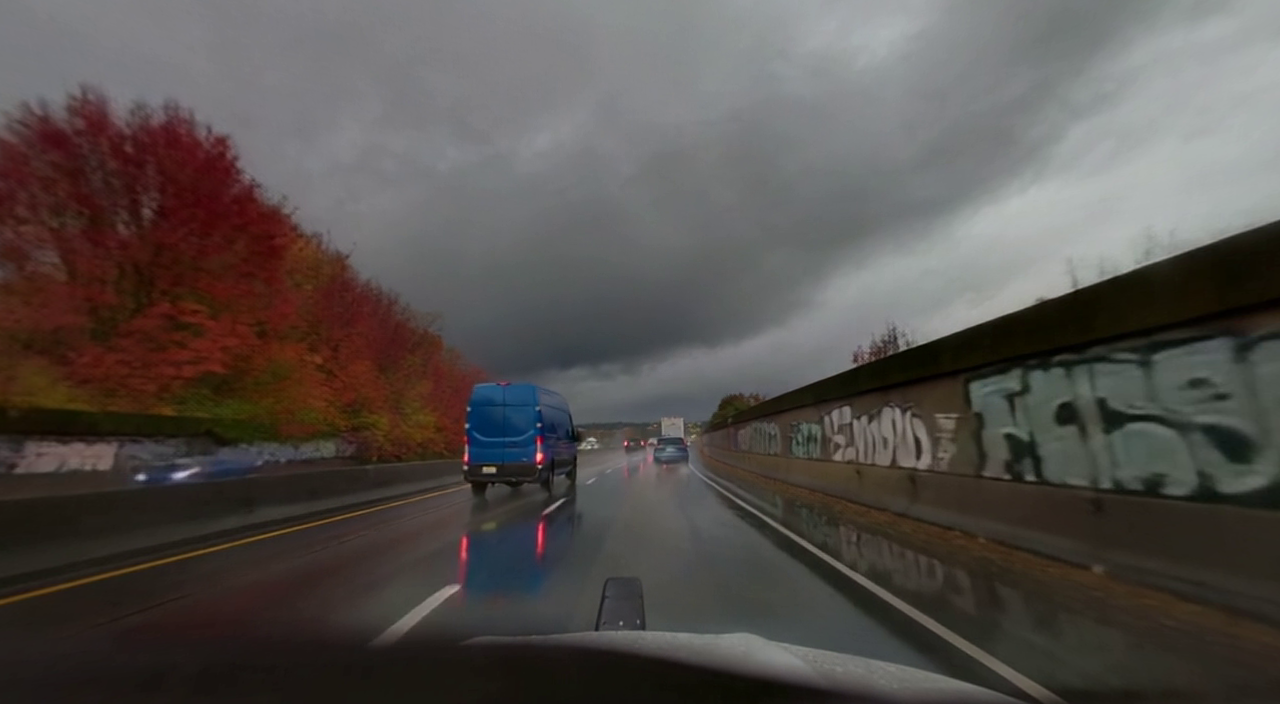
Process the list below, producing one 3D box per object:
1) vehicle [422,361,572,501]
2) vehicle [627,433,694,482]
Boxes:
[{"bbox_3d":[-3.094,1.914,15.074,2.334,2.769,5.087,0,-8,0],"label":"vehicle"},{"bbox_3d":[0.680,3.585,21.697,2.071,1.487,3.948,0,-8,1],"label":"vehicle"}]
